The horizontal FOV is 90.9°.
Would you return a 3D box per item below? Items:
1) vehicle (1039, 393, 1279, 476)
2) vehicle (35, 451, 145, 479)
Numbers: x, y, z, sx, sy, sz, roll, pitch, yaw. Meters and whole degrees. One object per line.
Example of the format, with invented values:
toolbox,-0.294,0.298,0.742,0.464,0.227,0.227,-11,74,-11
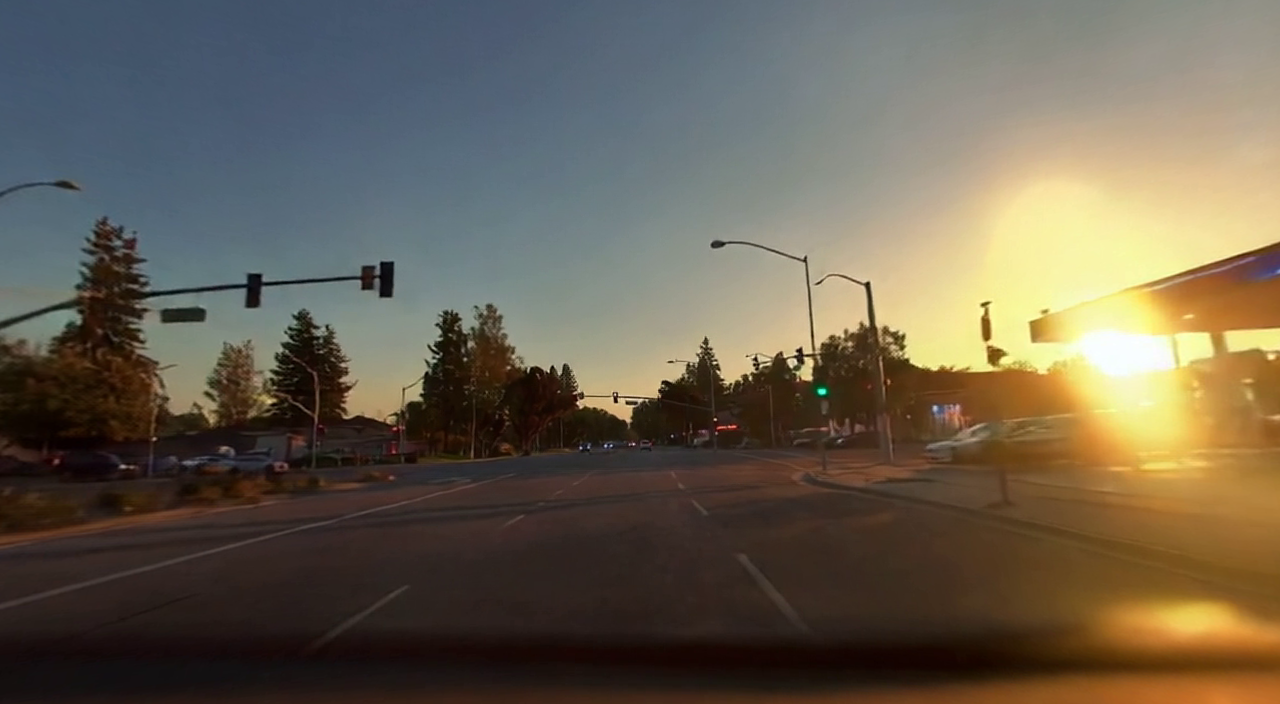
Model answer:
vehicle,13.391,2.169,16.409,4.454,1.990,2.124,-1,-8,7
vehicle,-34.150,7.006,39.259,4.774,1.672,1.936,1,-8,-6
